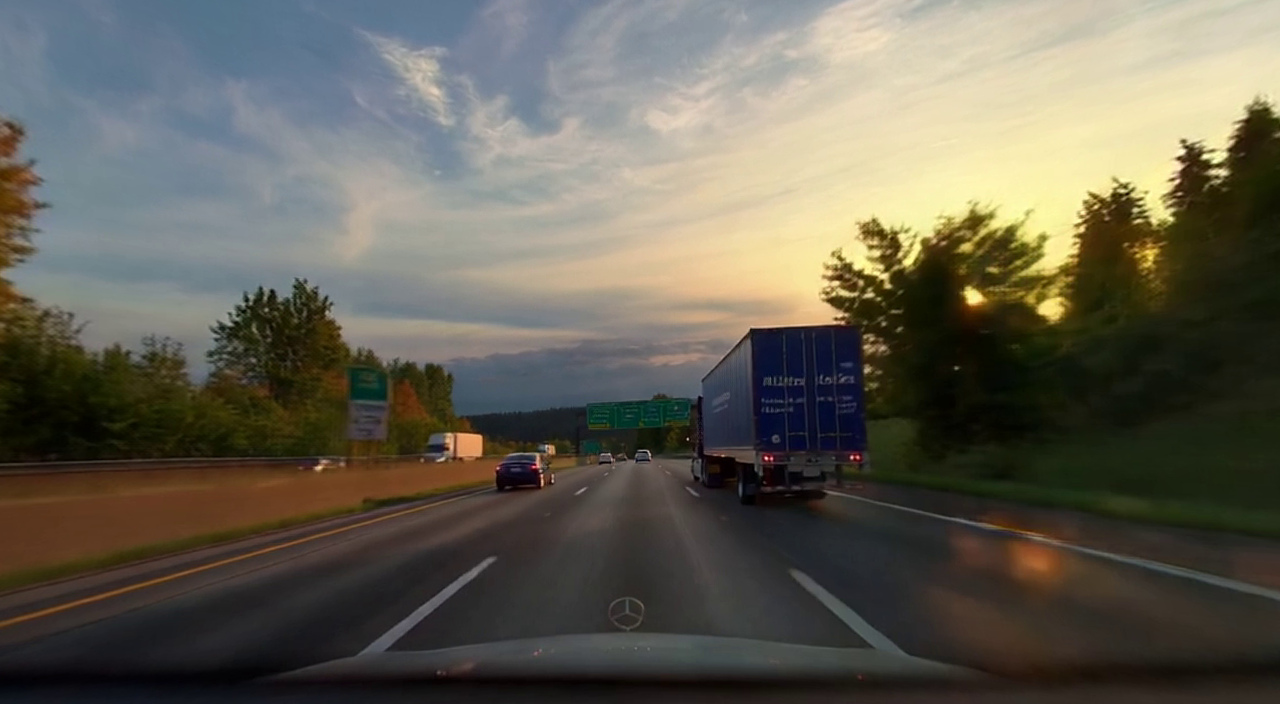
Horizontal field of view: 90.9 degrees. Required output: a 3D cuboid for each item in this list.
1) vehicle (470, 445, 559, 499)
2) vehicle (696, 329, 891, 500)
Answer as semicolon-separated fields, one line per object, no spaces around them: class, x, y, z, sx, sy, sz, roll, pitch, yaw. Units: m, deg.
vehicle;-3.797;3.696;19.812;1.918;1.510;4.006;0;-9;1
vehicle;4.177;2.495;21.676;3.025;4.005;14.010;0;-9;-1
